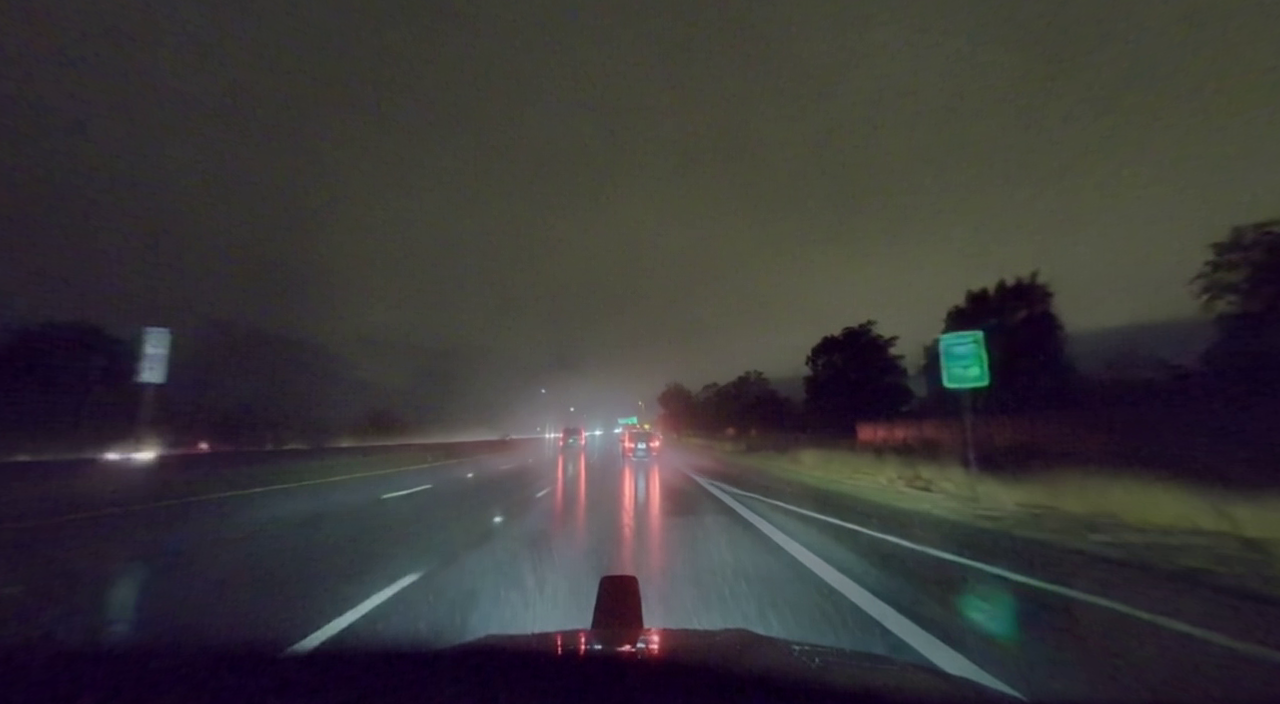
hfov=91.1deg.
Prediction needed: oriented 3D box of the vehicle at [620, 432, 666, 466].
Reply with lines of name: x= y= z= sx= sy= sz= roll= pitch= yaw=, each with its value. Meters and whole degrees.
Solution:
vehicle: x=0.083 y=4.530 z=29.539 sx=1.948 sy=1.470 sz=3.913 roll=0 pitch=-8 yaw=-3

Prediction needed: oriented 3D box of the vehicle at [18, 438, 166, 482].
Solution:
vehicle: x=-20.645 y=4.048 z=23.965 sx=1.883 sy=1.501 sz=4.155 roll=0 pitch=-8 yaw=-1

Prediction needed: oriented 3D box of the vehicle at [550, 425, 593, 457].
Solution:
vehicle: x=-4.380 y=5.801 z=41.081 sx=2.251 sy=1.938 sz=4.708 roll=0 pitch=-8 yaw=0
